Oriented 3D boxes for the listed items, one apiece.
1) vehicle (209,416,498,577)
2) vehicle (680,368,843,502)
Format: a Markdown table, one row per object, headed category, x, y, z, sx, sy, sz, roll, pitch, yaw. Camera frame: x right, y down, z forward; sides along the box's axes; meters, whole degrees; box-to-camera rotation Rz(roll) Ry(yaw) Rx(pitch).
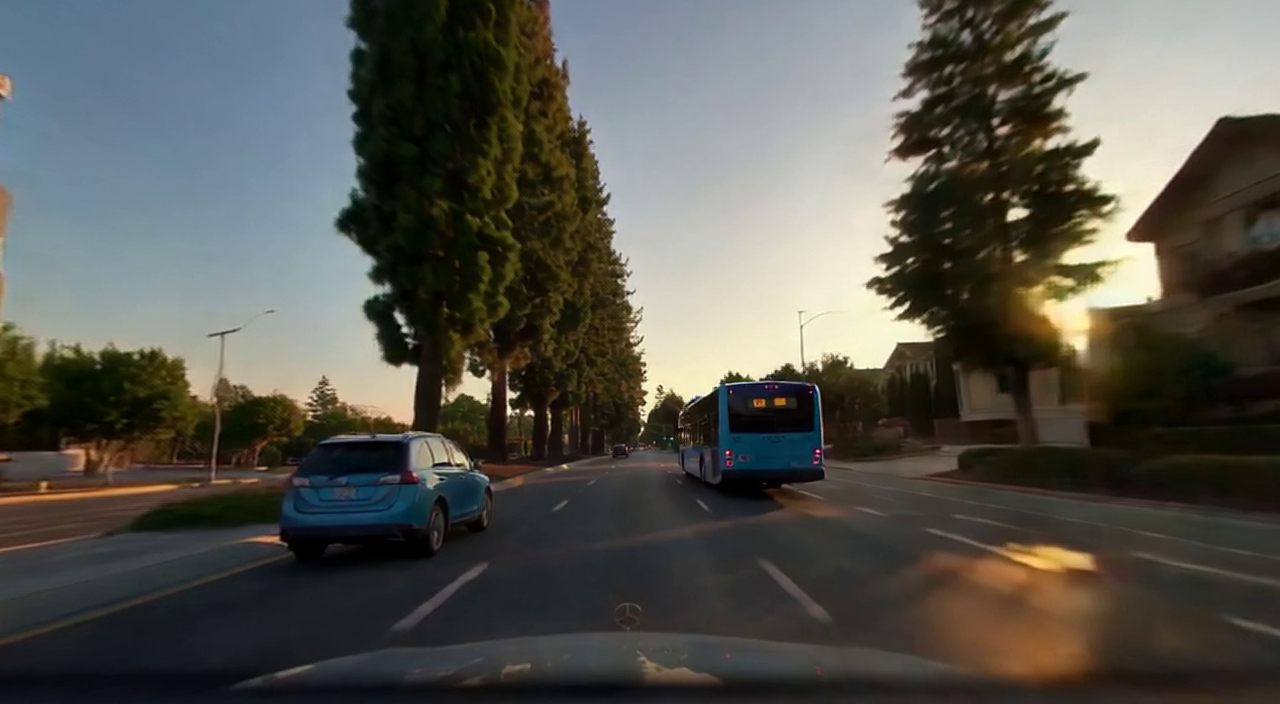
| category | x | y | z | sx | sy | sz | roll | pitch | yaw |
| --- | --- | --- | --- | --- | --- | --- | --- | --- | --- |
| vehicle | -3.695 | 1.929 | 9.218 | 2.111 | 1.767 | 4.333 | 0 | -8 | 1 |
| vehicle | 3.375 | 2.944 | 21.757 | 3.072 | 3.278 | 12.747 | 0 | -8 | 0 |
